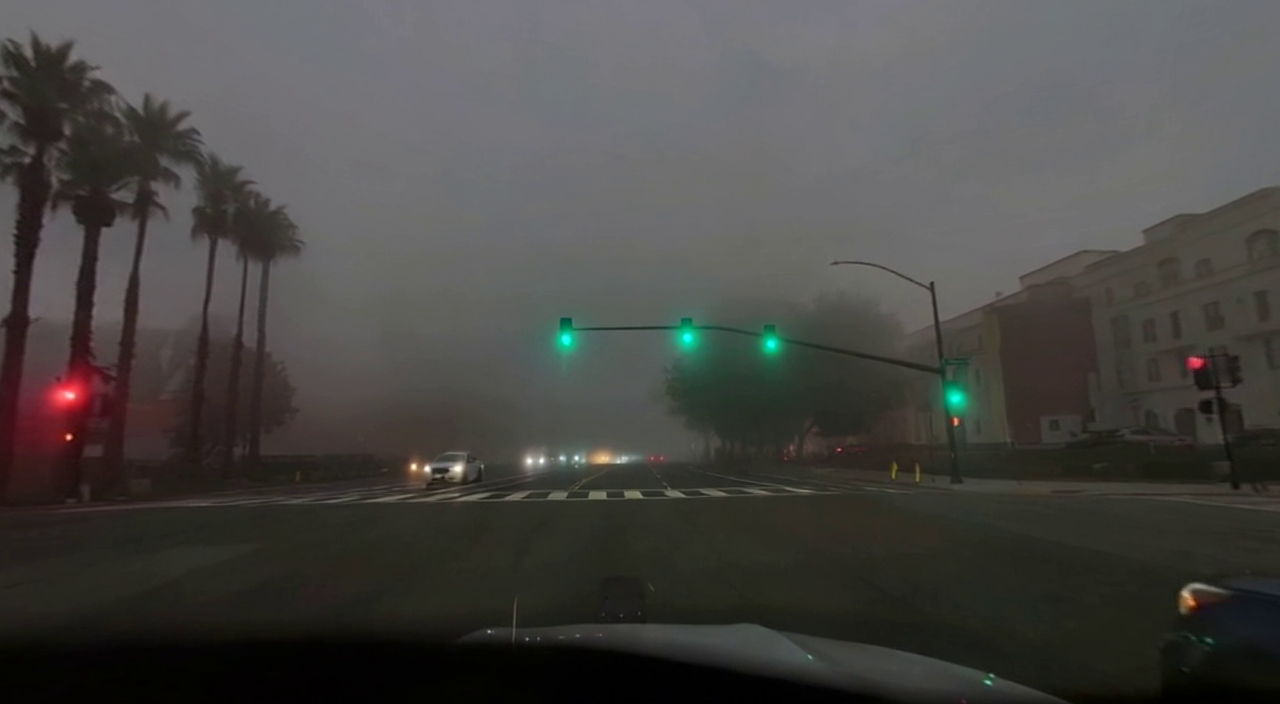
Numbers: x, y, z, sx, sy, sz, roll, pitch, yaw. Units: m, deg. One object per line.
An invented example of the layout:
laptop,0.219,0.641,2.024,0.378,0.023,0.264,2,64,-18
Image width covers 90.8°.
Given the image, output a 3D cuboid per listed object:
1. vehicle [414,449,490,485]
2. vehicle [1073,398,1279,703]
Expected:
vehicle,-8.673,5.317,29.602,2.095,1.482,4.523,0,-8,1
vehicle,3.168,0.719,0.889,1.997,1.473,4.282,0,-8,-1
